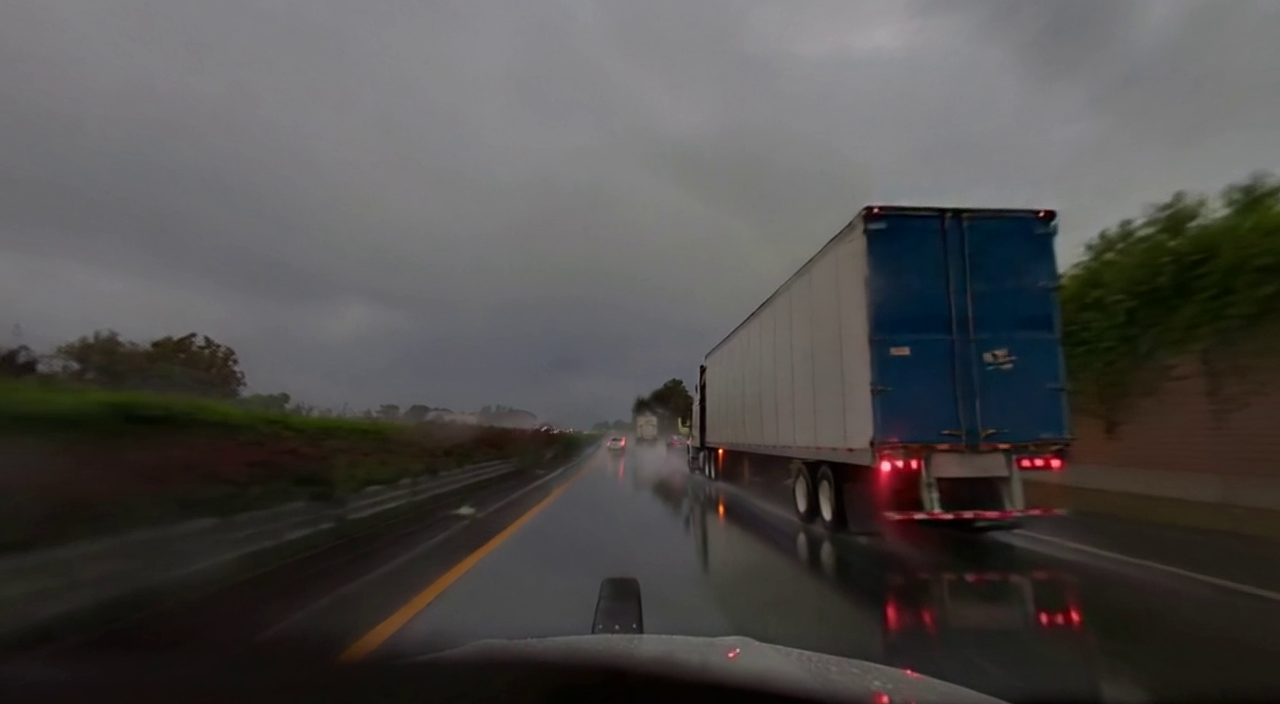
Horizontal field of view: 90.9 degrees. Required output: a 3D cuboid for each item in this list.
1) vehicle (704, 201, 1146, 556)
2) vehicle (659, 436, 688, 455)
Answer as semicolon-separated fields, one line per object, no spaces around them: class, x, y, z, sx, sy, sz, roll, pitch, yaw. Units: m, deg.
vehicle;3.886;1.156;14.271;2.965;4.033;14.299;0;-7;-2
vehicle;2.607;7.311;49.508;1.813;1.454;4.197;0;-7;-3
